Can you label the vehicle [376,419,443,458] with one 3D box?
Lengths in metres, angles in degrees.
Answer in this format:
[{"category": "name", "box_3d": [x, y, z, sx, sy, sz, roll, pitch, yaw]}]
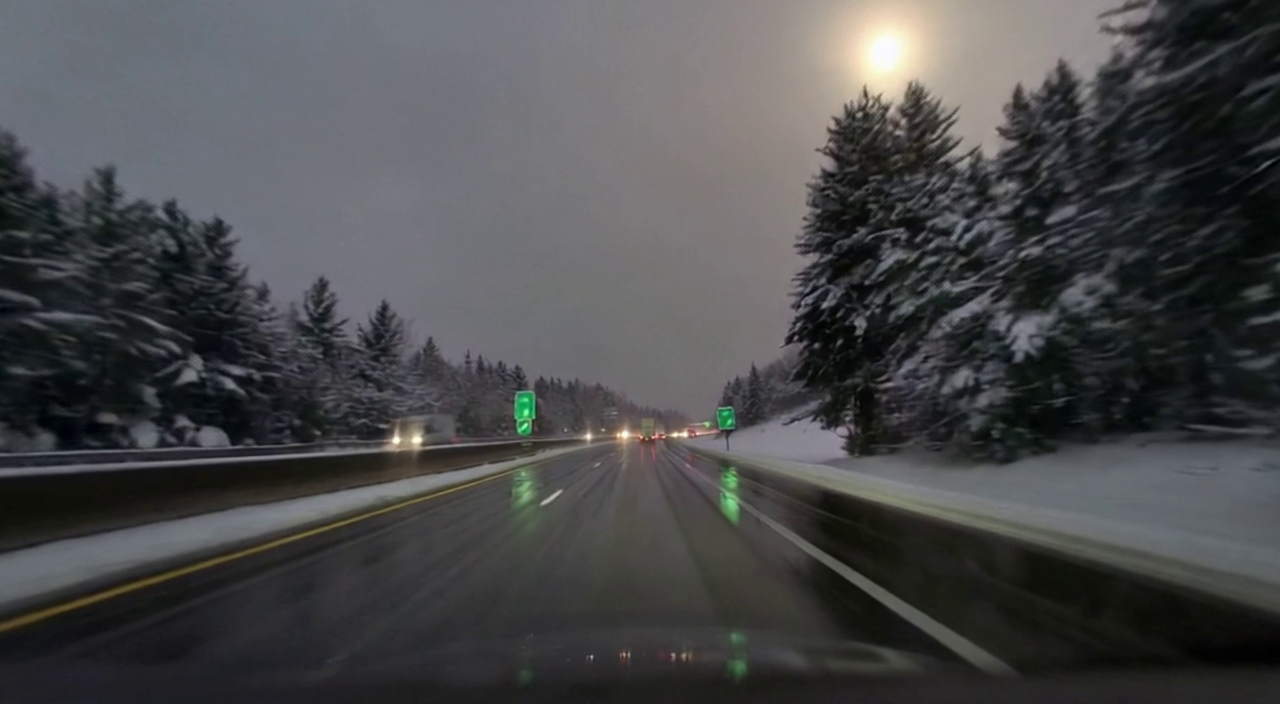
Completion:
[{"category": "vehicle", "box_3d": [-16.286, 6.154, 45.064, 2.216, 2.530, 6.587, 0, -8, 1]}]
